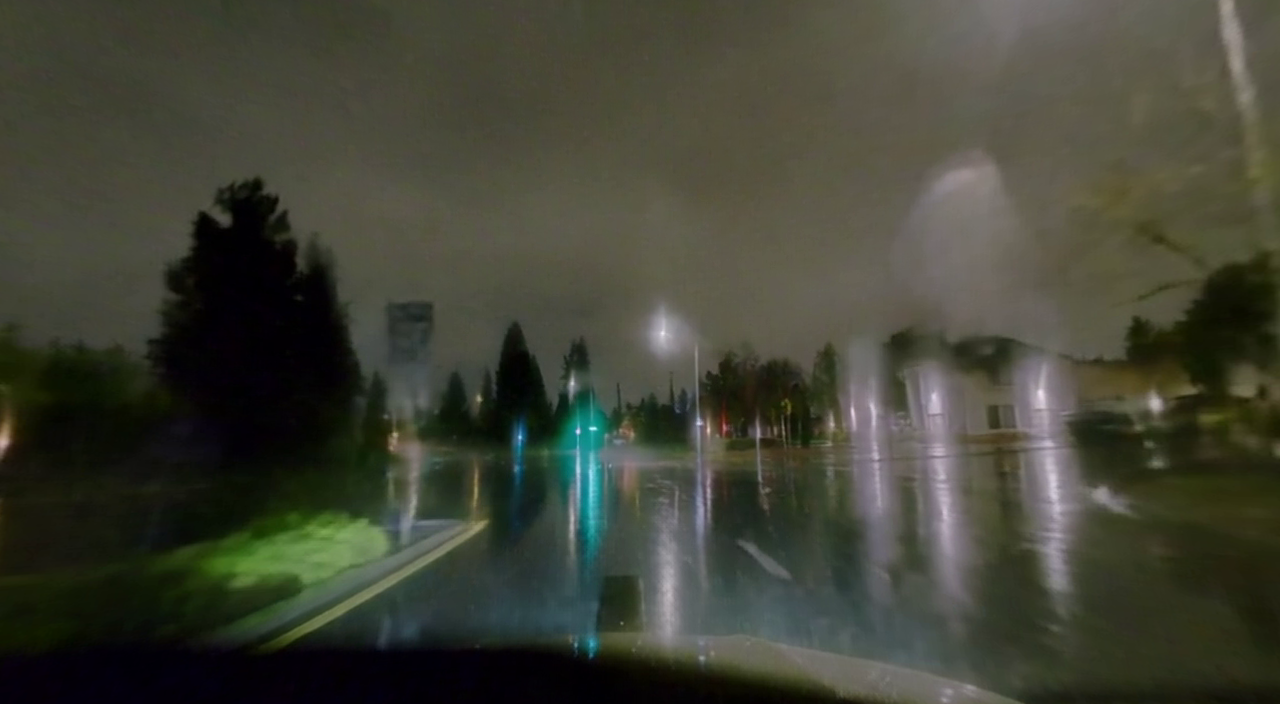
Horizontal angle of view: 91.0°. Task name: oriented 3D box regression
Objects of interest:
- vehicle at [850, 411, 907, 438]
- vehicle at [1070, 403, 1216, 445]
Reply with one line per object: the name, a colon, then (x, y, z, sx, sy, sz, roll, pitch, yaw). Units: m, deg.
vehicle: (17.528, 5.375, 46.209, 4.740, 1.779, 2.023, 8, -12, -44)
vehicle: (20.747, 3.062, 26.268, 4.499, 1.627, 2.003, -5, -10, 33)
